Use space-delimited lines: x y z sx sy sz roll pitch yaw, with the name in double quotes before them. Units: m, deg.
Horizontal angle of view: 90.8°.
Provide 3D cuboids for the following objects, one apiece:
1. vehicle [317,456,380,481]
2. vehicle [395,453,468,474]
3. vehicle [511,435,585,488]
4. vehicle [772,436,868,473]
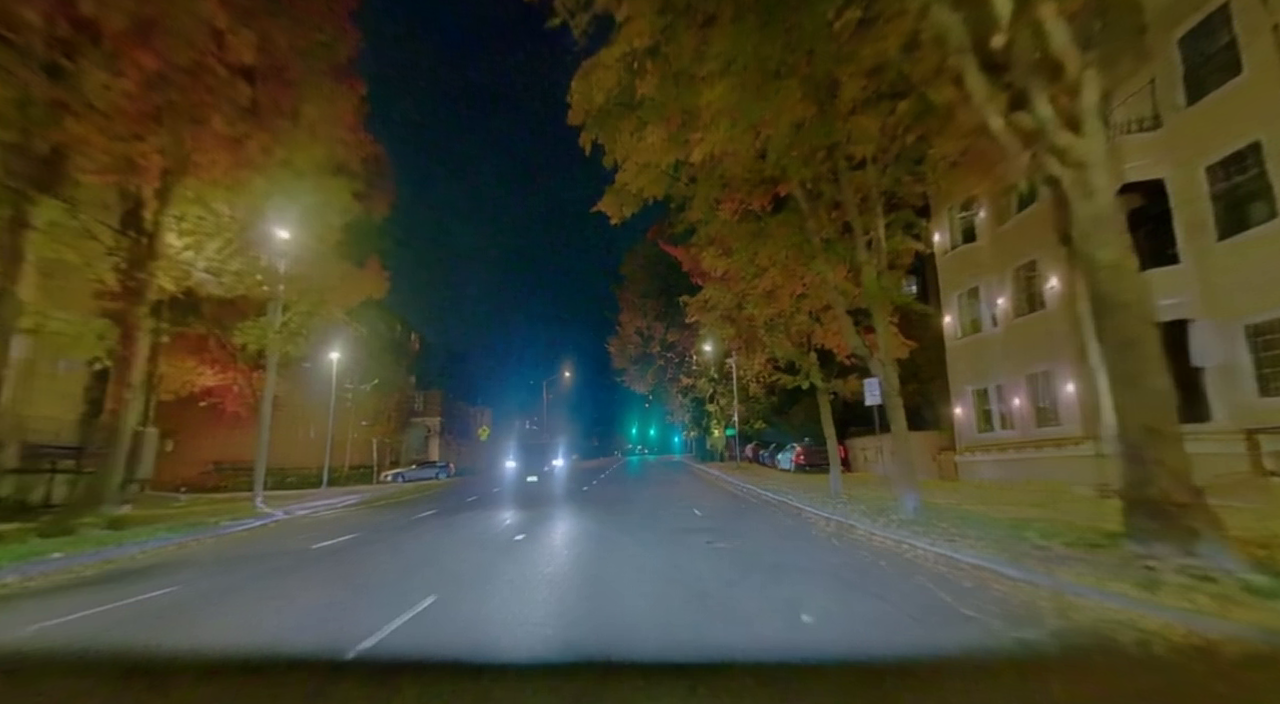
"vehicle" -21.502 8.594 46.762 2.052 1.470 4.633 -7 -9 6
"vehicle" -15.154 8.128 45.982 4.649 1.423 1.850 -1 -9 5
"vehicle" -3.629 4.467 26.138 2.275 1.953 5.423 0 -9 0
"vehicle" 9.335 5.359 33.025 4.385 1.612 2.070 -4 -9 4
